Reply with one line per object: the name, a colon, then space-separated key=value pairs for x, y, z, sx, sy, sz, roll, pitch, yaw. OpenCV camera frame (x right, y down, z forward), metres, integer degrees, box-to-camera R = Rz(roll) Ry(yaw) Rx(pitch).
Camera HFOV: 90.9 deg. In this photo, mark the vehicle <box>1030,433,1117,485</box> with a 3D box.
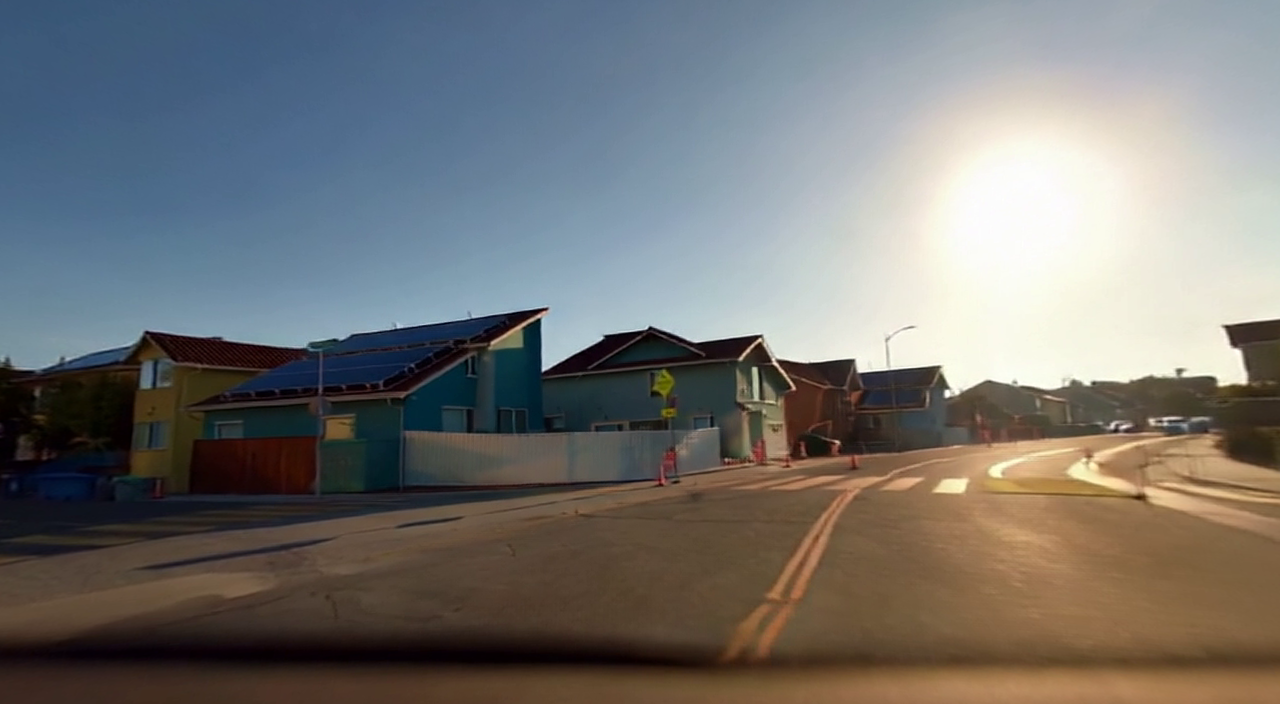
vehicle: x=13.693 y=3.347 z=20.037 sx=1.966 sy=1.455 sz=4.075 roll=-5 pitch=-9 yaw=33
